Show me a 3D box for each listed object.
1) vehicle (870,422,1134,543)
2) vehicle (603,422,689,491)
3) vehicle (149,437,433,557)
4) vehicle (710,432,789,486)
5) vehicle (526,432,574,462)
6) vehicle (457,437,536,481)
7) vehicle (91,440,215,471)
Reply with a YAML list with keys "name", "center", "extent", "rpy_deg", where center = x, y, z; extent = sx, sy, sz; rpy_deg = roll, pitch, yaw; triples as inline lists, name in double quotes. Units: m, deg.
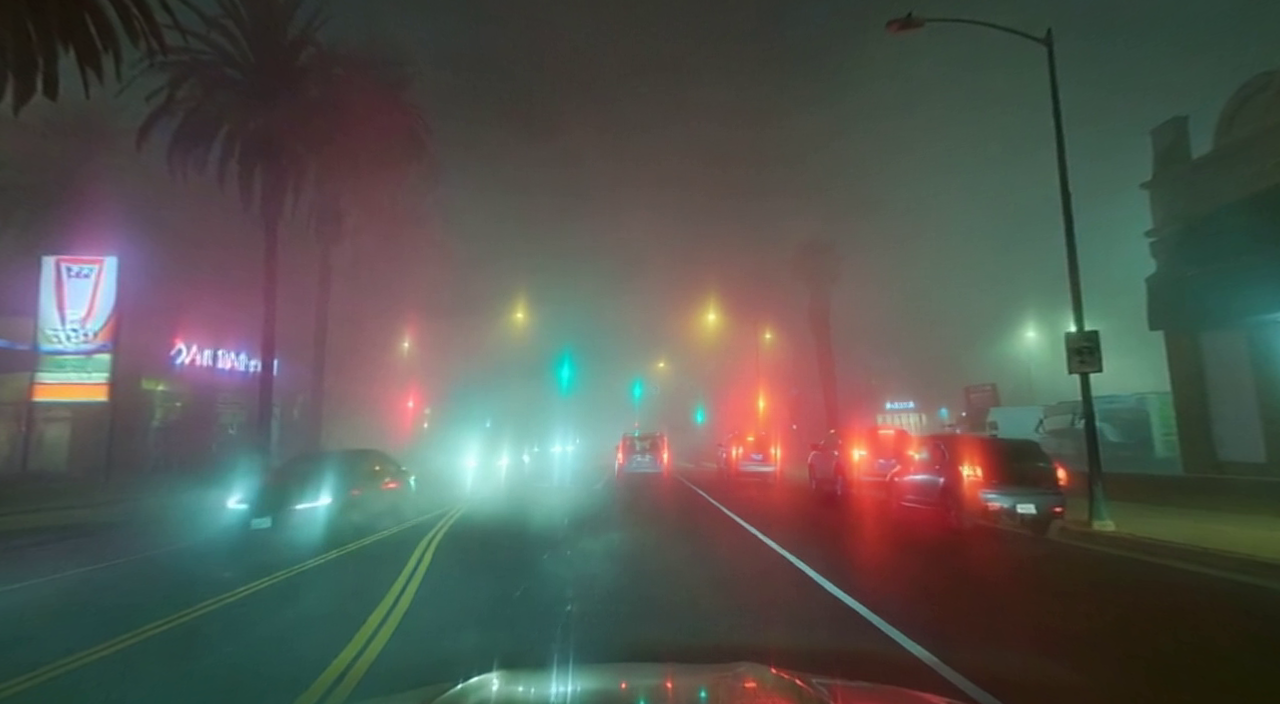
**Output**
- name: "vehicle"
  center: [6.138, 2.242, 11.578]
  extent: [2.008, 1.729, 4.647]
  rpy_deg: [0, -8, -1]
- name: "vehicle"
  center: [0.117, 3.097, 18.971]
  extent: [2.264, 1.798, 4.531]
  rpy_deg: [0, -8, -1]
- name: "vehicle"
  center: [-4.989, 2.094, 10.019]
  extent: [1.946, 1.412, 4.657]
  rpy_deg: [0, -8, -2]
- name: "vehicle"
  center: [3.722, 3.726, 22.322]
  extent: [2.070, 1.711, 4.480]
  rpy_deg: [0, -8, 1]
- name: "vehicle"
  center: [-5.551, 5.965, 39.711]
  extent: [2.341, 1.762, 4.865]
  rpy_deg: [0, -8, 0]
- name: "vehicle"
  center: [-5.393, 4.084, 24.374]
  extent: [2.092, 1.504, 4.374]
  rpy_deg: [0, -8, -1]
- name: "vehicle"
  center: [-25.737, 5.447, 33.612]
  extent: [1.873, 1.507, 4.809]
  rpy_deg: [-3, -8, 23]
